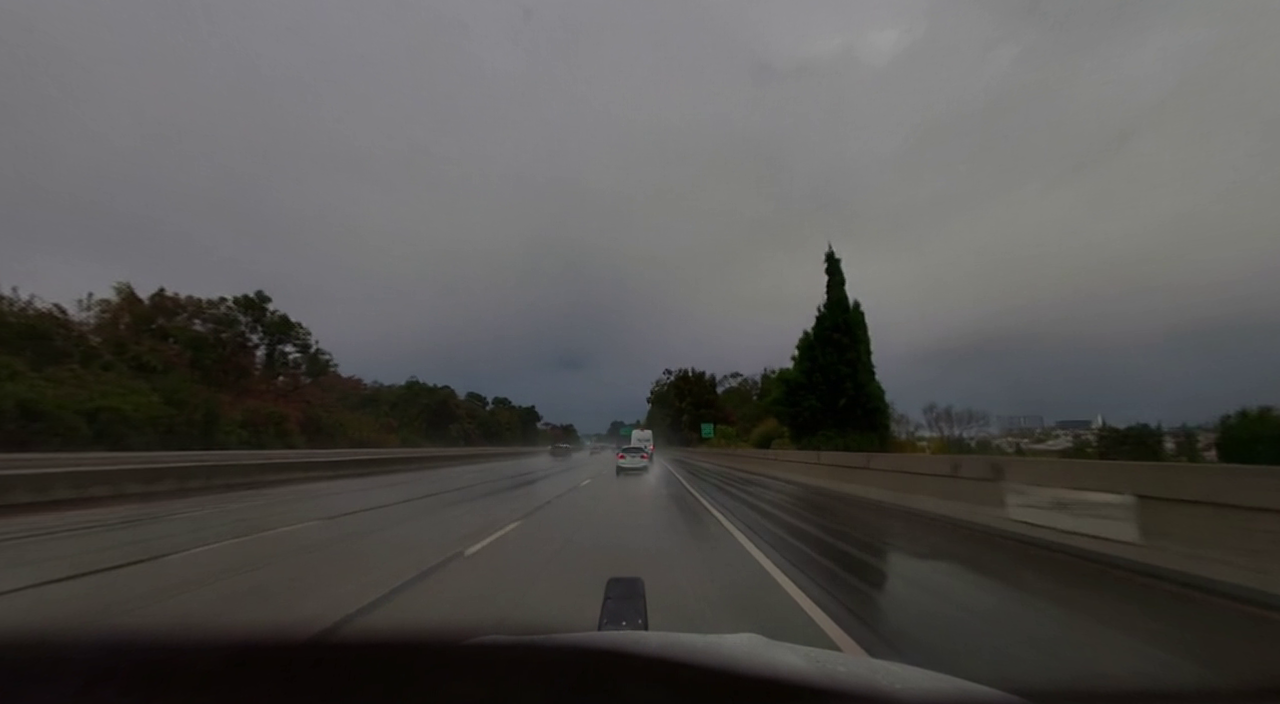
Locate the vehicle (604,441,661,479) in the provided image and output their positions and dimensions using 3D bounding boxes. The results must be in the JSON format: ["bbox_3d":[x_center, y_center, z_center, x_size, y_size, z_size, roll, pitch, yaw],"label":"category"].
[{"bbox_3d":[-0.250,4.544,26.741,2.238,1.479,3.672,0,-9,1],"label":"vehicle"}]
